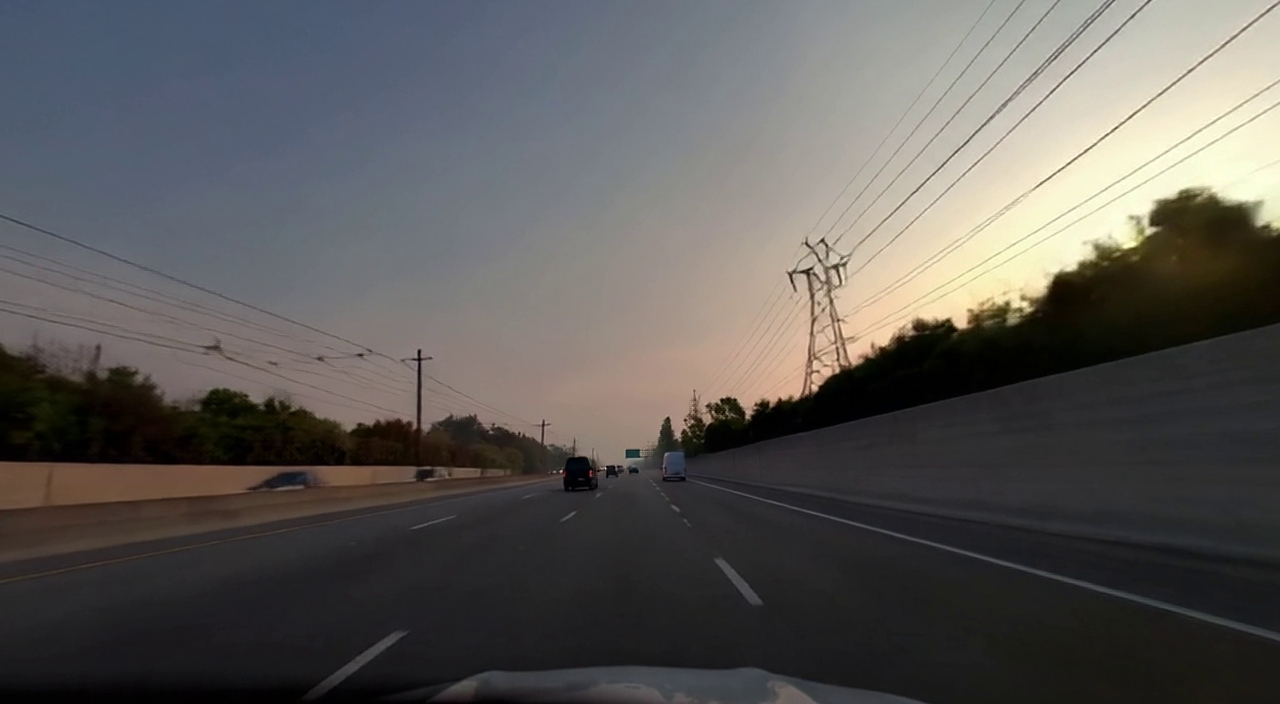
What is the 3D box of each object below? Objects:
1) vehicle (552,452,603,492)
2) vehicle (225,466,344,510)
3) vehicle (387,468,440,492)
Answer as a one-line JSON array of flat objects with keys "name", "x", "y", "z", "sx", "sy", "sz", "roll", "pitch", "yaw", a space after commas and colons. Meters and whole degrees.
[{"name": "vehicle", "x": -3.401, "y": 6.637, "z": 35.037, "sx": 2.324, "sy": 2.008, "sz": 4.654, "roll": 1, "pitch": -10, "yaw": 0}, {"name": "vehicle", "x": -13.167, "y": 5.048, "z": 23.700, "sx": 1.980, "sy": 1.447, "sz": 4.248, "roll": 1, "pitch": -10, "yaw": 0}, {"name": "vehicle", "x": -16.922, "y": 9.560, "z": 47.268, "sx": 2.074, "sy": 1.684, "sz": 4.959, "roll": 1, "pitch": -10, "yaw": 0}]
